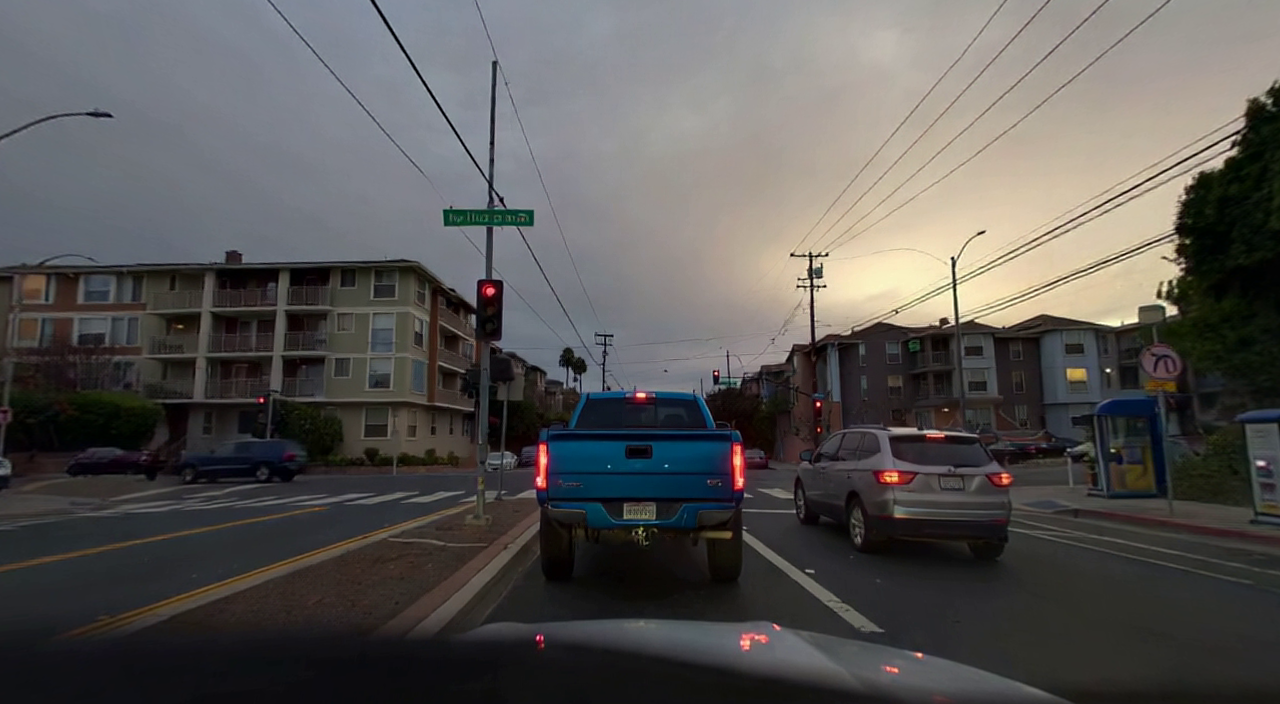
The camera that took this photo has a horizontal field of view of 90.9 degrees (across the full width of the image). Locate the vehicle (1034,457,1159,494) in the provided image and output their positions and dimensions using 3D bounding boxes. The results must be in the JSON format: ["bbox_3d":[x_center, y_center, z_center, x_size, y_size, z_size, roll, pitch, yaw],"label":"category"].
[{"bbox_3d":[21.745,5.892,30.163,4.498,1.618,1.843,0,-8,0],"label":"vehicle"}]

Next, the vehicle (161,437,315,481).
[{"bbox_3d":[-16.819,4.499,26.573,5.043,1.766,1.980,0,-9,-1],"label":"vehicle"}]

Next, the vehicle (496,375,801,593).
[{"bbox_3d":[0.107,1.558,8.296,2.738,1.959,5.070,0,-8,1],"label":"vehicle"}]

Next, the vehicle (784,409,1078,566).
[{"bbox_3d":[3.849,1.885,9.581,2.131,1.759,4.762,0,-8,-1],"label":"vehicle"}]

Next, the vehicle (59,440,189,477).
[{"bbox_3d":[-24.839,5.134,30.449,4.563,1.692,1.778,0,-8,-2],"label":"vehicle"}]

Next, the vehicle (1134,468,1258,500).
[{"bbox_3d":[26.379,6.279,30.001,4.071,1.388,1.884,0,-8,1],"label":"vehicle"}]
